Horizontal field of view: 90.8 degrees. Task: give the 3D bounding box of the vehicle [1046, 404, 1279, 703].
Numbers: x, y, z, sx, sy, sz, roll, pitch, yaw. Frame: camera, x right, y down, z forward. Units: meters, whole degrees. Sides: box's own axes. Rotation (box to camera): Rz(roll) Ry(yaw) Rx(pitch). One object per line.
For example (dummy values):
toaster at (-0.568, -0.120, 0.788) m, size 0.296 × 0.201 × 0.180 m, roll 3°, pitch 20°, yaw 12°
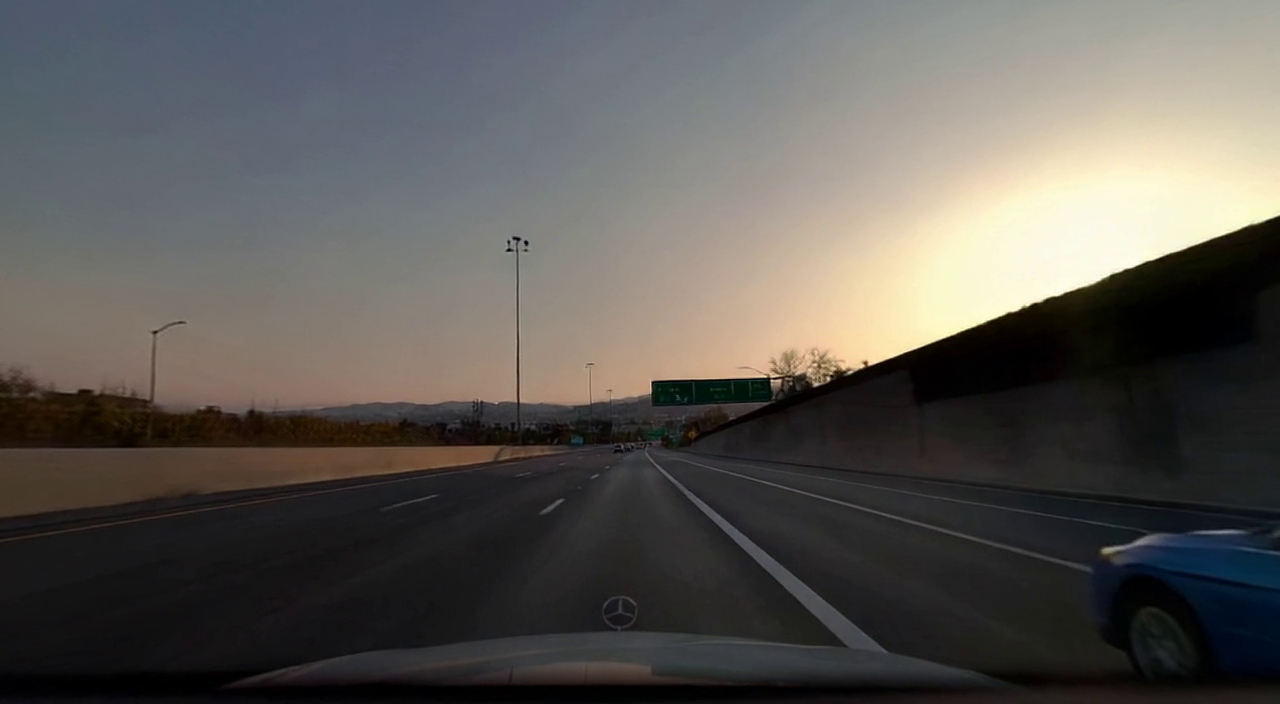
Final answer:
vehicle at (3.359, 0.775, 1.252) m, size 1.989 × 1.479 × 4.670 m, roll 0°, pitch -9°, yaw 0°
